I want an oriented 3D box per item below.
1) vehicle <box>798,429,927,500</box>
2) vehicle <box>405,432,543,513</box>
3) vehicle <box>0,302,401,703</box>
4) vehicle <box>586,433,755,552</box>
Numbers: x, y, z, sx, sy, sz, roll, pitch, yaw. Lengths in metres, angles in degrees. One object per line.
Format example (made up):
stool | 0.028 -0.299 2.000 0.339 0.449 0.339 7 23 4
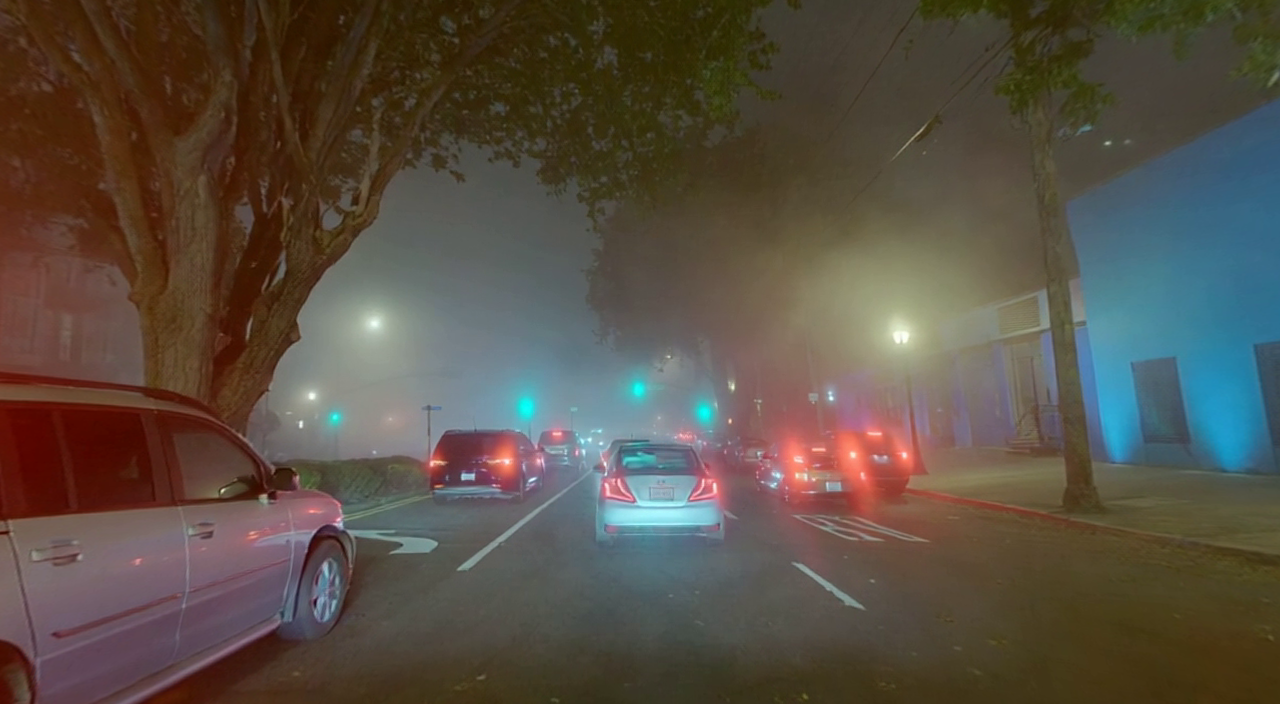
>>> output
vehicle | 6.340 3.254 18.676 2.025 1.808 4.579 0 -9 -2
vehicle | -3.509 2.632 14.322 1.901 1.522 4.556 0 -9 0
vehicle | -3.268 0.929 3.397 2.152 1.802 4.628 0 -9 0
vehicle | 0.276 2.028 9.817 2.095 1.438 3.843 0 -9 -3
